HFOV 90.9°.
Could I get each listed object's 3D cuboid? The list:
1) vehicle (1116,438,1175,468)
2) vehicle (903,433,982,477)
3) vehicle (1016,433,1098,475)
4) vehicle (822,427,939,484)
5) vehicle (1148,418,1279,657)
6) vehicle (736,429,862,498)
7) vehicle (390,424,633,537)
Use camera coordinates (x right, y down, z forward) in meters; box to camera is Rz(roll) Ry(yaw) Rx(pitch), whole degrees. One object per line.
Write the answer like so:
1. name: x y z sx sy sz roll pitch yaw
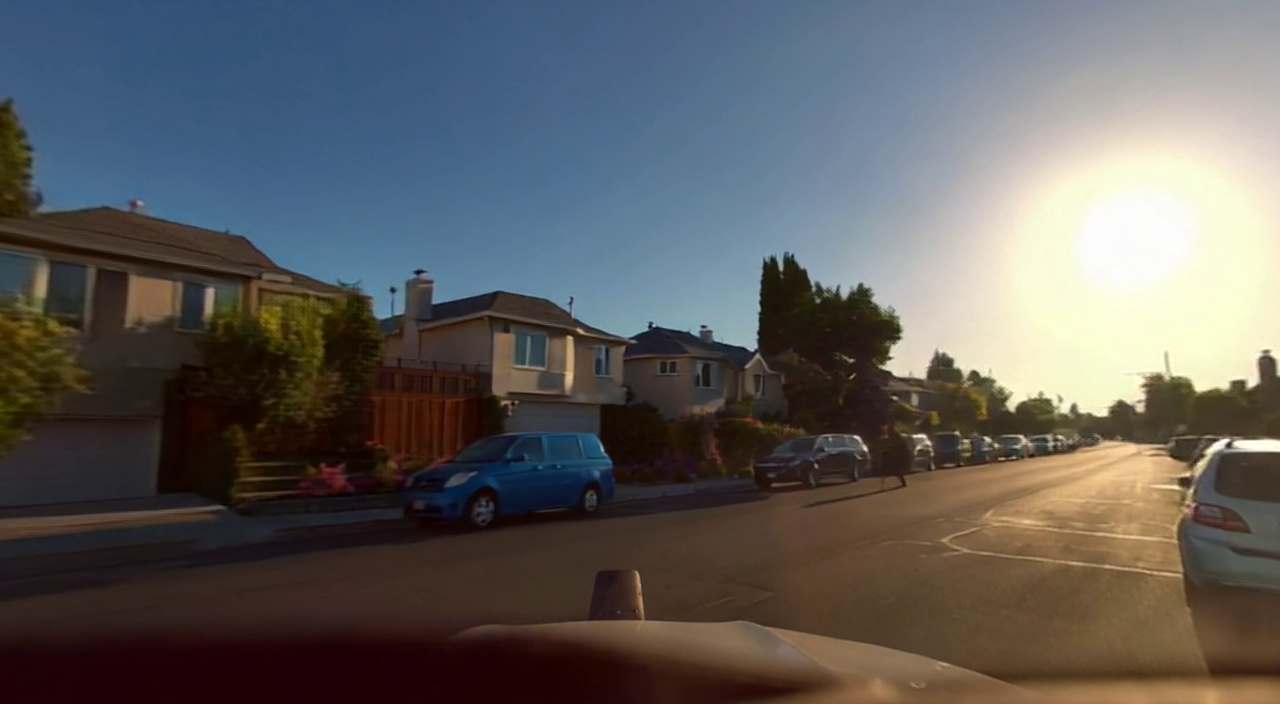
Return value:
1. vehicle: 27.587 5.478 34.335 3.849 1.505 1.889 7 -11 -43
2. vehicle: 12.207 4.098 25.315 1.734 1.549 3.465 -12 -13 41
3. vehicle: 18.190 4.382 27.398 4.255 1.670 1.959 7 -11 -43
4. vehicle: 8.211 3.466 21.325 4.428 1.670 1.872 6 -13 -45
5. vehicle: 5.764 1.370 5.406 2.008 1.507 4.226 -6 -10 39
6. vehicle: 4.435 2.948 17.256 1.828 1.488 3.785 -4 -6 40
7. vehicle: -1.966 1.957 10.375 1.798 1.507 3.513 -6 -9 41
